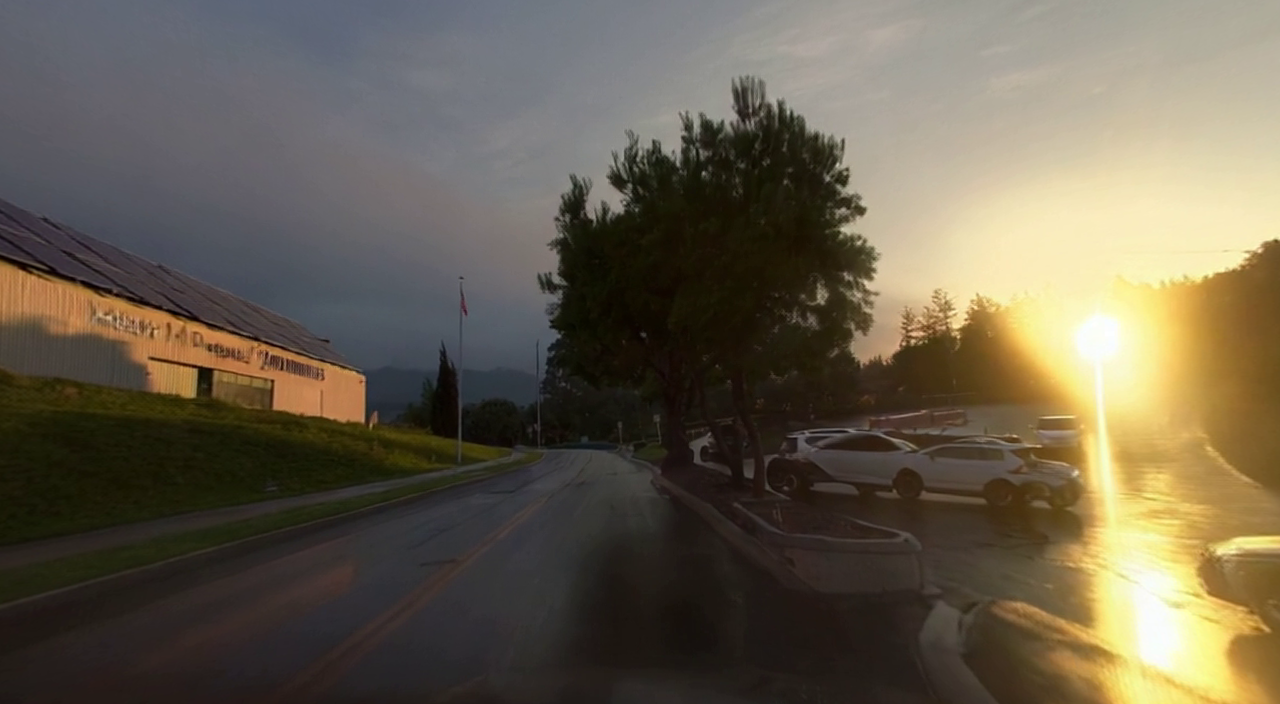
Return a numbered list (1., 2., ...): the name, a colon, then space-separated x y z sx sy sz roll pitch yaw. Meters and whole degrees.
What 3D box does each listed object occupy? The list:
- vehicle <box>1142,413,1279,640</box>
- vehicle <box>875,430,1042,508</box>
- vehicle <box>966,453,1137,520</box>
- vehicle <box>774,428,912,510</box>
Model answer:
1. vehicle: 7.064 1.385 4.697 2.113 1.945 4.546 3 -10 -23
2. vehicle: 7.961 2.969 16.366 1.924 1.713 4.627 0 -9 0
3. vehicle: 10.480 3.402 16.432 1.819 1.494 3.834 0 -9 0
4. vehicle: 5.161 3.019 16.696 1.977 1.860 4.237 0 -9 -4
